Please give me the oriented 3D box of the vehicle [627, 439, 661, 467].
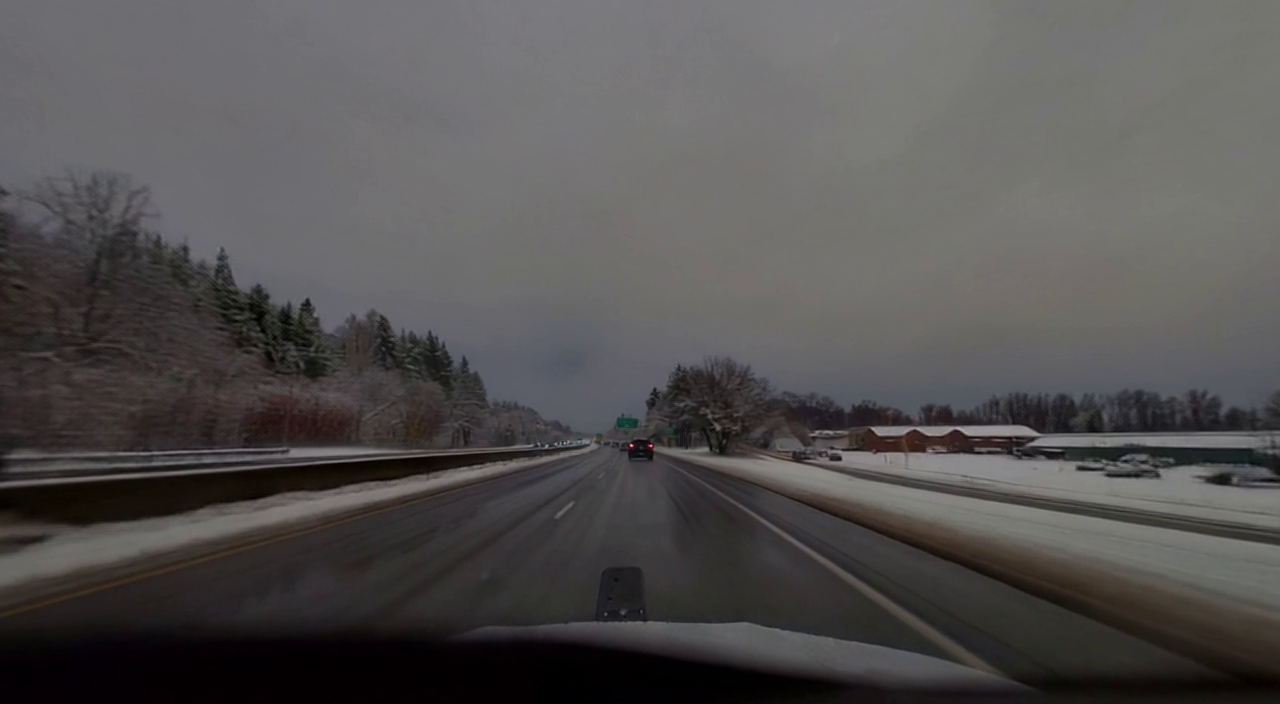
[{"bbox_3d":[0.179,6.490,40.594,2.029,1.666,4.064,0,-8,-2],"label":"vehicle"}]
